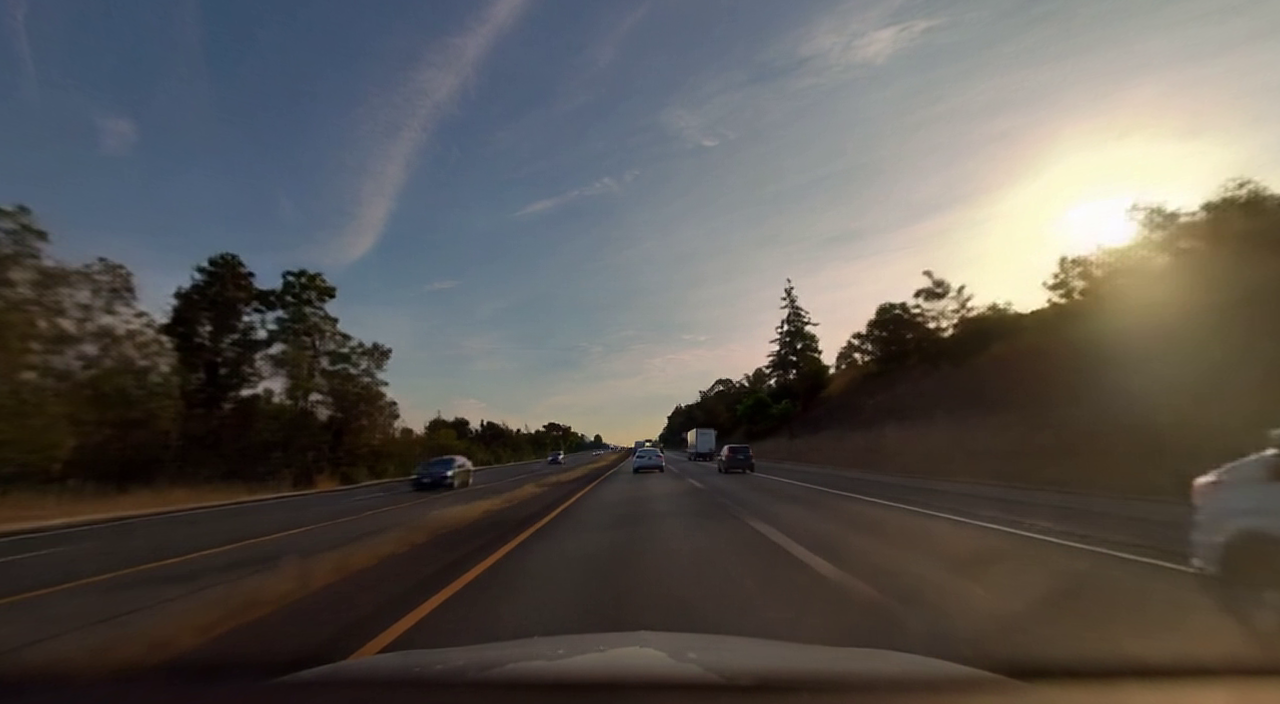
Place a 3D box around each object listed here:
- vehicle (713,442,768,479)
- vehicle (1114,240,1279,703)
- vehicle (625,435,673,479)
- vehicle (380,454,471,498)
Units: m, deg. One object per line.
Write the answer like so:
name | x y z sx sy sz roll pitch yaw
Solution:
vehicle | 4.591 5.005 29.264 1.868 1.566 3.509 0 -9 -2
vehicle | 4.115 0.409 1.469 2.232 2.290 4.720 0 -9 0
vehicle | 0.404 5.017 30.224 2.143 1.925 4.101 0 -9 0
vehicle | -8.632 4.998 25.876 2.008 1.540 4.953 0 -9 0
